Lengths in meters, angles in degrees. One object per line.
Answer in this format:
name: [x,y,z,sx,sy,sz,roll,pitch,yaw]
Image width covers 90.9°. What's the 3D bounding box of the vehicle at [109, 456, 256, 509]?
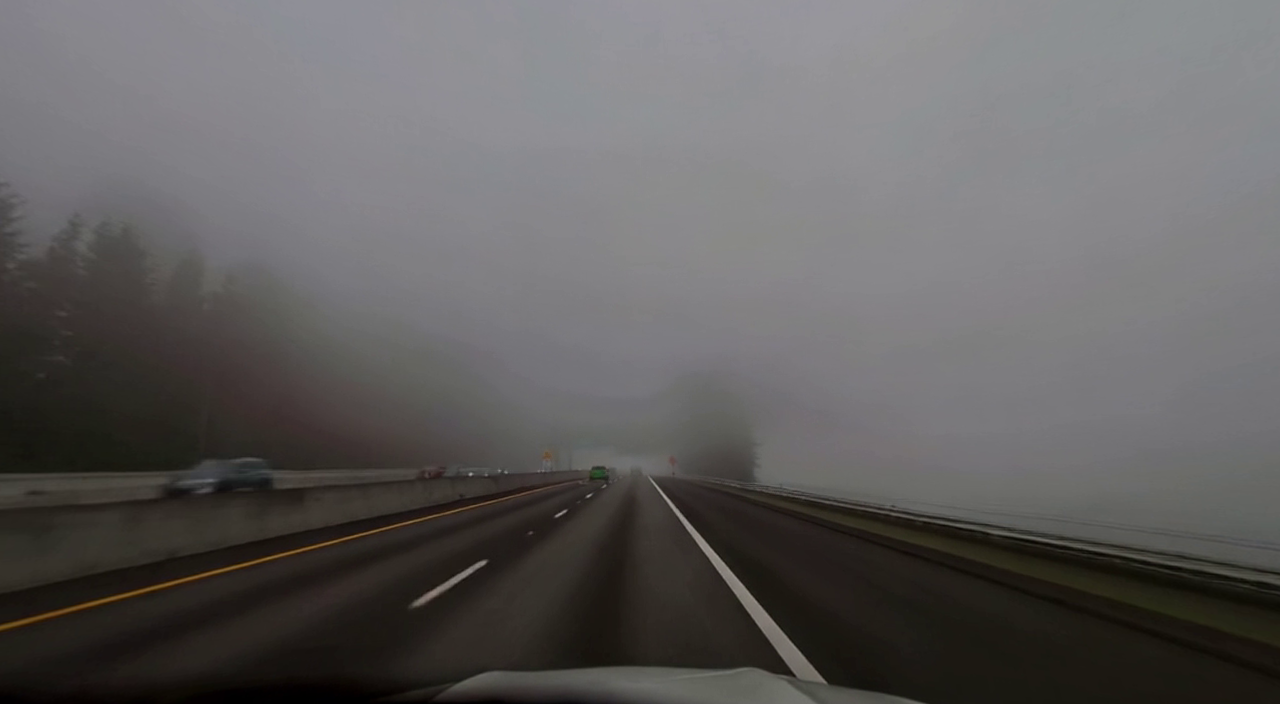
vehicle: [-16.181,4.628,22.636,1.903,1.670,4.377,0,-10,0]
